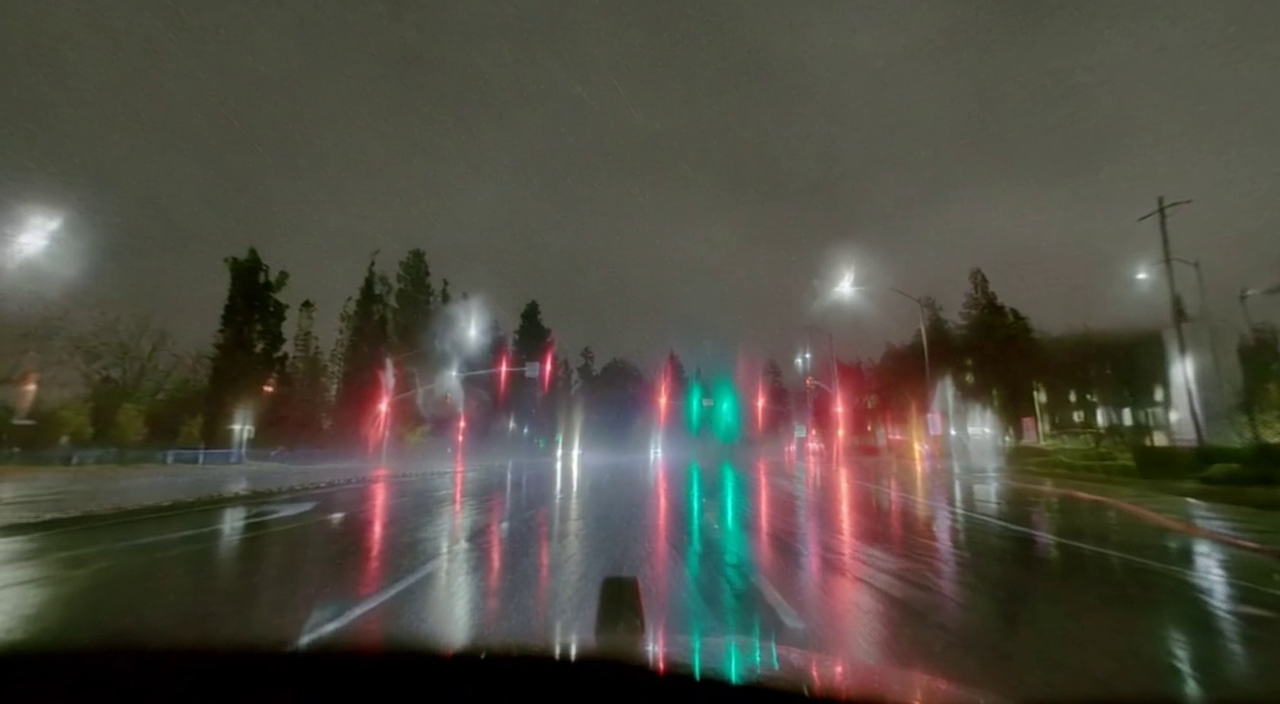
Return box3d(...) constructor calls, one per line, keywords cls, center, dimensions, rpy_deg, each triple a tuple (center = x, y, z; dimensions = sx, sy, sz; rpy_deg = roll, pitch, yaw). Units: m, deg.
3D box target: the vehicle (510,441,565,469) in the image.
box3d(cls="vehicle", center=(-5.701, 5.793, 35.724), dimensions=(1.893, 1.503, 4.309), rpy_deg=(-1, -8, 7))
